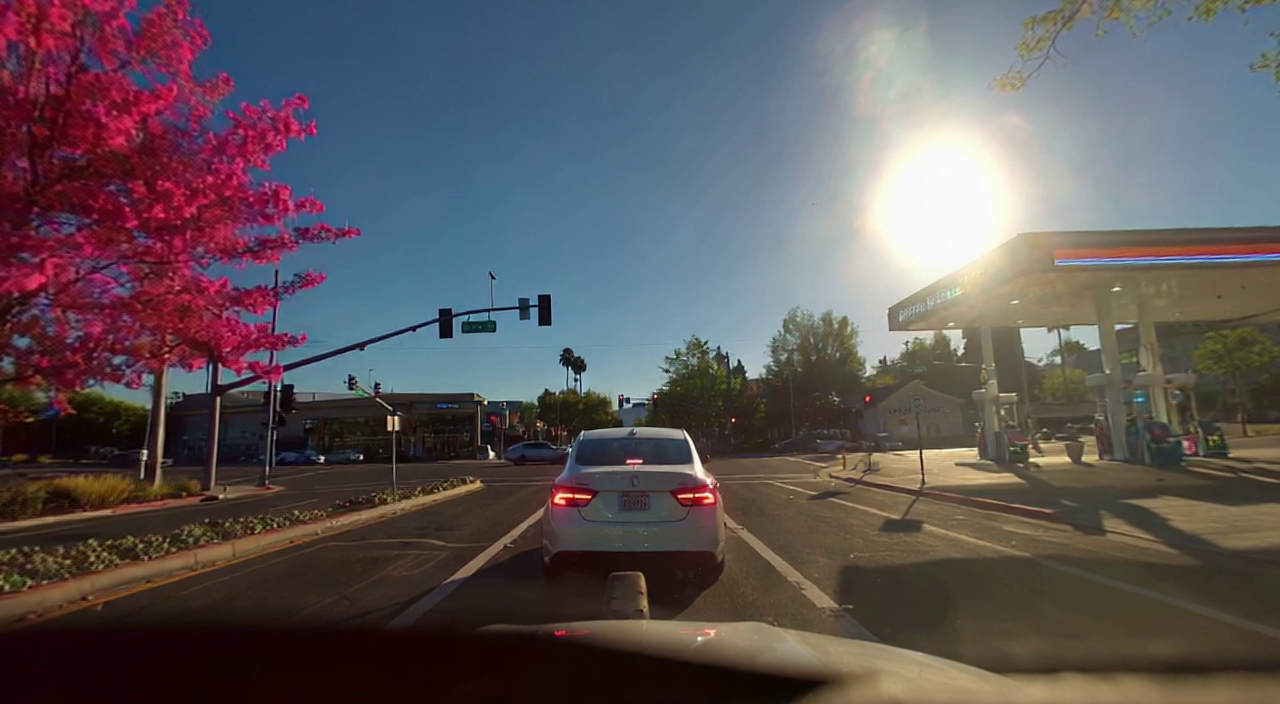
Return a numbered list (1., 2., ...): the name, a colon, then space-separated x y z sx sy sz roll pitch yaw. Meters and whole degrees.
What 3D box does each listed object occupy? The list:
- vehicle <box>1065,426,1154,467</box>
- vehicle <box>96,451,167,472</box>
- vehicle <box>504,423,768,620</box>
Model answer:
1. vehicle: 18.566 3.718 24.859 4.091 1.495 2.053 8 -12 -44
2. vehicle: -38.615 8.299 47.915 3.975 1.563 1.755 -1 -8 5
3. vehicle: -0.039 1.595 6.911 2.010 1.482 4.057 0 -8 0
